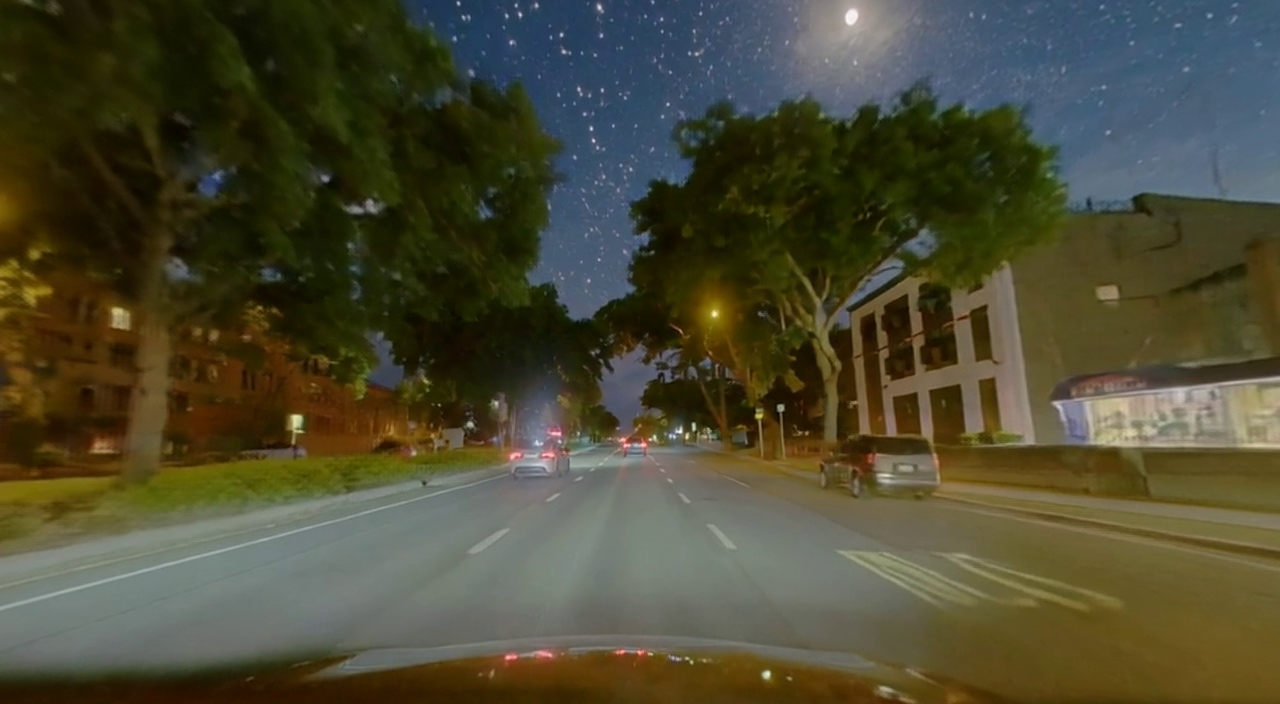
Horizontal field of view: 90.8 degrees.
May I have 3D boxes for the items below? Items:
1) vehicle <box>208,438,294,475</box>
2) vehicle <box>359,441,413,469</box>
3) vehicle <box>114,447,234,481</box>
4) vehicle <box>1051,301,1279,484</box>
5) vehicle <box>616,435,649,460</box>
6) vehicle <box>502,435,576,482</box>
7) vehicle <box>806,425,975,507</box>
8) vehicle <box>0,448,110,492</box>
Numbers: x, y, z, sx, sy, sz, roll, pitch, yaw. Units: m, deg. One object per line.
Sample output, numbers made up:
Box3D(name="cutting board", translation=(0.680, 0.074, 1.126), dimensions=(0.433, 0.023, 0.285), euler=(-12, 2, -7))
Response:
Box3D(name="vehicle", translation=(-21.862, 5.882, 35.793), dimensions=(1.947, 1.857, 4.851), euler=(-1, -9, -3))
Box3D(name="vehicle", translation=(-15.454, 6.257, 38.665), dimensions=(1.806, 1.590, 4.151), euler=(0, -8, -3))
Box3D(name="vehicle", translation=(-22.176, 5.319, 30.369), dimensions=(2.137, 1.493, 4.852), euler=(0, -8, -1))
Box3D(name="vehicle", translation=(17.734, 1.001, 16.176), dimensions=(3.225, 4.571, 16.558), euler=(-3, -8, 0))
Box3D(name="vehicle", translation=(-0.487, 6.202, 40.901), dimensions=(1.999, 1.520, 3.896), euler=(0, -8, -1))
Box3D(name="vehicle", translation=(-3.504, 3.789, 22.787), dimensions=(1.934, 1.522, 4.287), euler=(0, -8, 1))
Box3D(name="vehicle", translation=(6.366, 2.965, 17.039), dimensions=(2.206, 1.803, 5.753), euler=(0, -8, 0))
Box3D(name="vehicle", translation=(-22.100, 4.322, 23.488), dimensions=(1.655, 1.455, 3.653), euler=(0, -9, -2))
